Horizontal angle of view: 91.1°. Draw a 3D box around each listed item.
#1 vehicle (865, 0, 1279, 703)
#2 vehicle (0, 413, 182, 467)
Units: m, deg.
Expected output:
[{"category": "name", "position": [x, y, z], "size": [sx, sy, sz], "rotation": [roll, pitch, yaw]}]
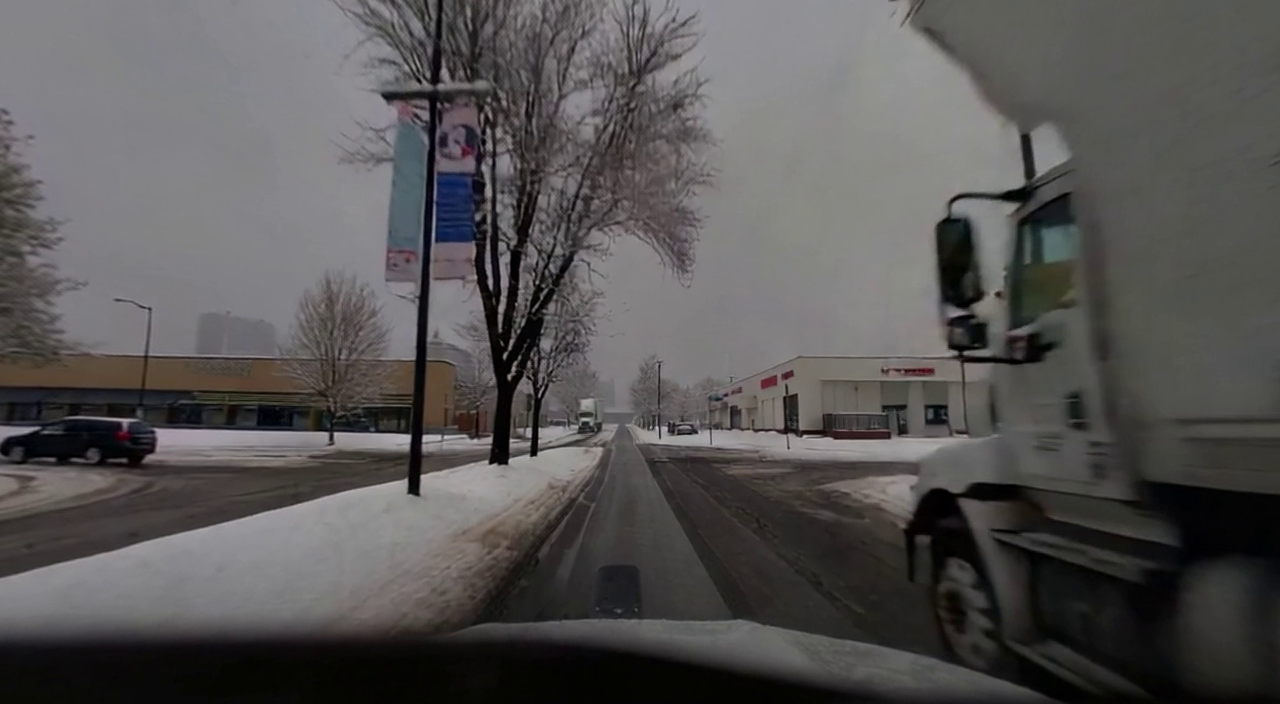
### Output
[{"category": "vehicle", "position": [3.049, -0.550, 1.103], "size": [3.000, 3.950, 5.876], "rotation": [1, -7, -1]}, {"category": "vehicle", "position": [-16.985, 2.702, 19.393], "size": [4.248, 1.511, 1.881], "rotation": [-1, -7, 2]}]
